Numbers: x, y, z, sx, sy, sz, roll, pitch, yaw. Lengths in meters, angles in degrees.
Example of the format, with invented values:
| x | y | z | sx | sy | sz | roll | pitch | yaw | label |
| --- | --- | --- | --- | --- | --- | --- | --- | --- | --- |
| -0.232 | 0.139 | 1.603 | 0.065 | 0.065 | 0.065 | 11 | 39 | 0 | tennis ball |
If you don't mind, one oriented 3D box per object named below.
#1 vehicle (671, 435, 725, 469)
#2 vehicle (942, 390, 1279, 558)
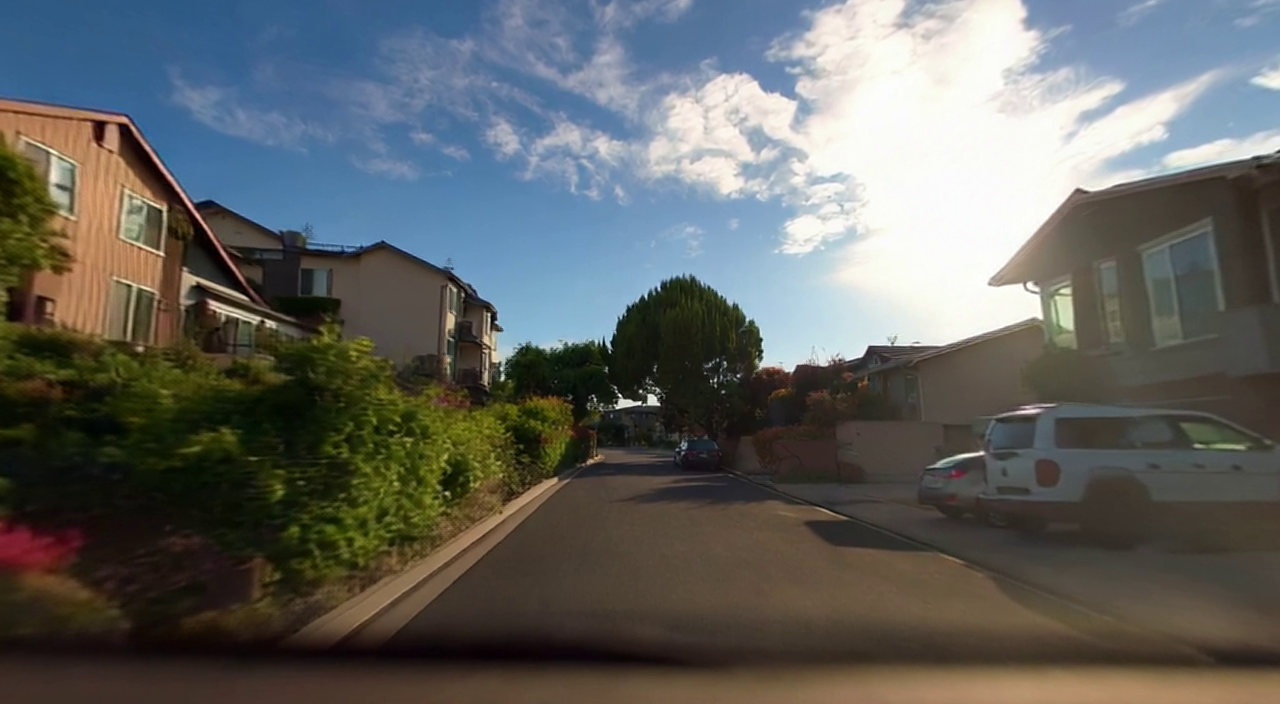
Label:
| x | y | z | sx | sy | sz | roll | pitch | yaw | label |
| --- | --- | --- | --- | --- | --- | --- | --- | --- | --- |
| 2.661 | 4.675 | 29.787 | 1.955 | 1.498 | 4.046 | 0 | -8 | -3 | vehicle |
| 8.245 | 1.838 | 10.002 | 5.739 | 2.299 | 2.216 | 0 | -8 | -3 | vehicle |
